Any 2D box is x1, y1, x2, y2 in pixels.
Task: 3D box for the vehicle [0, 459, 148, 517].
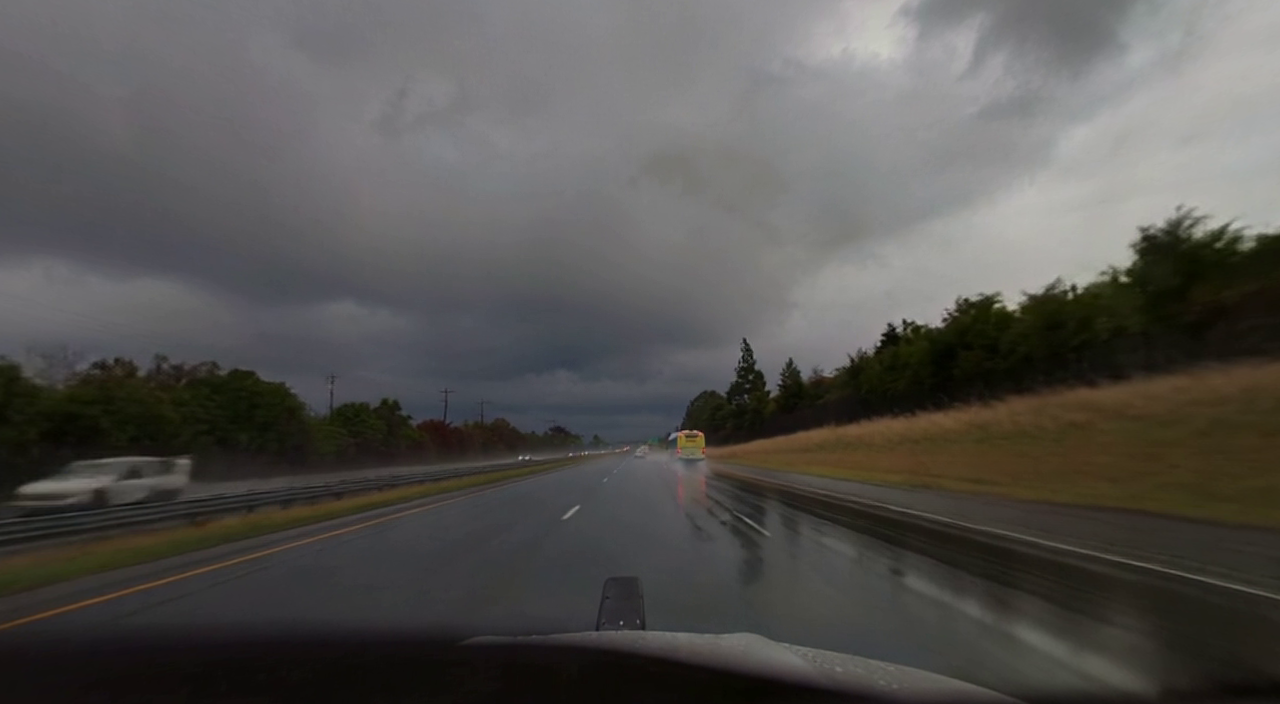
[{"bbox_3d":[-16.285,3.756,17.868,1.734,1.406,3.636,0,-9,0],"label":"vehicle"}]
